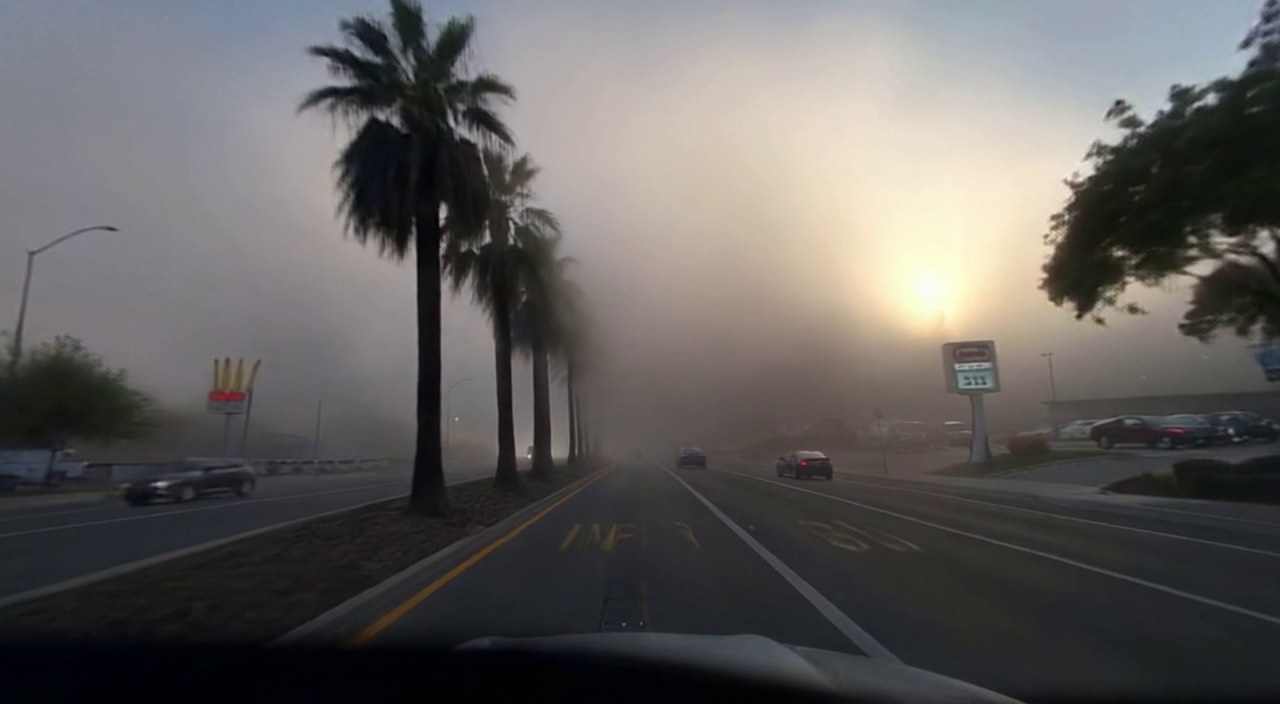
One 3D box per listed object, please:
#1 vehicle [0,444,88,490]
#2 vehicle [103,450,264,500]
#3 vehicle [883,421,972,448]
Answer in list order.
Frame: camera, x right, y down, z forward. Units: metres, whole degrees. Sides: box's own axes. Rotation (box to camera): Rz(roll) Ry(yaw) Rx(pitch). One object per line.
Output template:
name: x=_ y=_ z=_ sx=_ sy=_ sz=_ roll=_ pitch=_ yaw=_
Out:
vehicle: x=-32.837 y=6.043 z=32.876 sx=2.415 sy=2.234 sz=6.082 roll=-1 pitch=-11 yaw=1
vehicle: x=-16.912 y=4.556 z=23.831 sx=2.167 sy=1.622 sz=5.184 roll=0 pitch=-8 yaw=0
vehicle: x=18.701 y=5.396 z=41.212 sx=4.649 sy=1.662 sz=2.349 roll=0 pitch=-8 yaw=1
